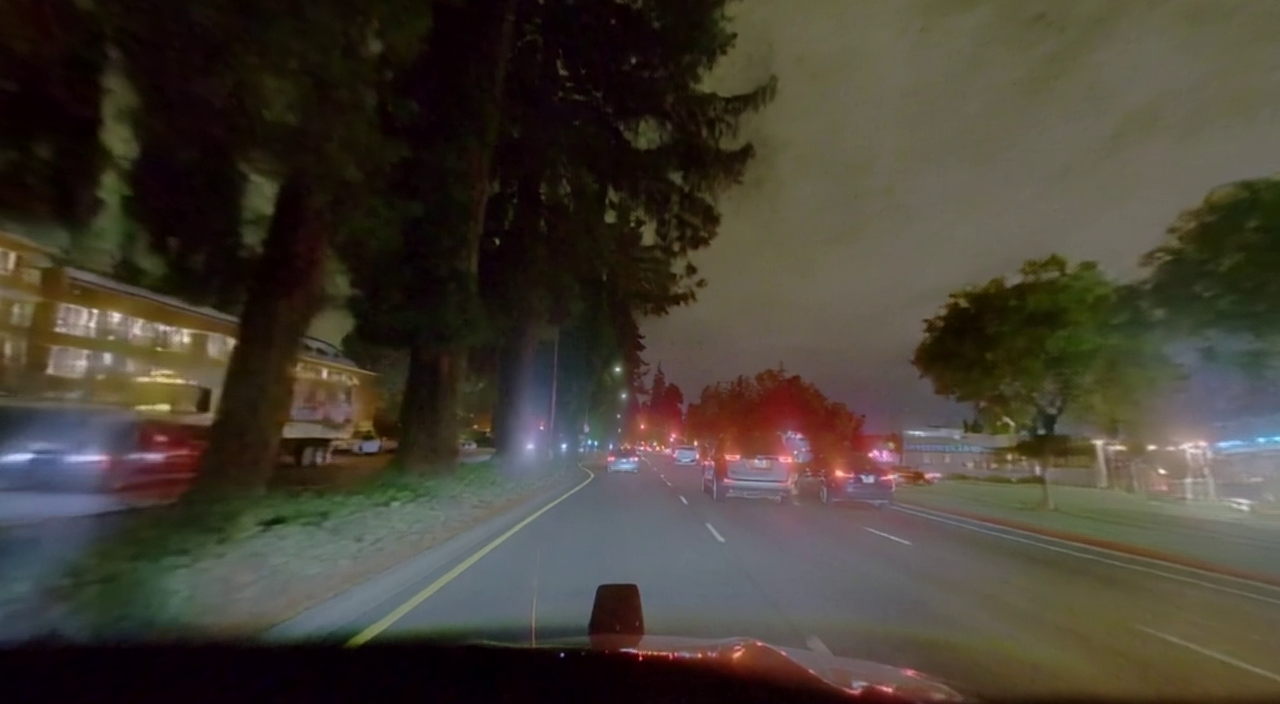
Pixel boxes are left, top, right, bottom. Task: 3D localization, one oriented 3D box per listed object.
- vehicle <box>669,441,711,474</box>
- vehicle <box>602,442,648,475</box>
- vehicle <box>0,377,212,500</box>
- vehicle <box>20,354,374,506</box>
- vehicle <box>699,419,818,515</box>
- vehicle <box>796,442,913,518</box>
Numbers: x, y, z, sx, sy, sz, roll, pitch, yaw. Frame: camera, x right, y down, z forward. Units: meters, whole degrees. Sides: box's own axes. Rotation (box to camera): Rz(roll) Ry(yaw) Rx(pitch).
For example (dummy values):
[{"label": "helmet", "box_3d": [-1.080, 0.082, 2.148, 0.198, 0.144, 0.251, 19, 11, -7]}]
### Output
[{"label": "vehicle", "box_3d": [2.781, 5.948, 35.852, 1.922, 1.708, 4.126, 0, -9, -2]}, {"label": "vehicle", "box_3d": [-0.693, 5.136, 30.648, 2.119, 1.460, 3.847, 0, -9, 0]}, {"label": "vehicle", "box_3d": [-8.962, 1.325, 9.491, 1.981, 1.514, 4.323, 0, -9, 0]}, {"label": "vehicle", "box_3d": [-11.557, 2.099, 18.539, 2.947, 3.206, 10.111, 0, -5, 1]}, {"label": "vehicle", "box_3d": [2.813, 2.823, 15.924, 2.035, 1.940, 4.299, 3, -9, -1]}, {"label": "vehicle", "box_3d": [6.277, 3.738, 19.031, 1.913, 1.777, 4.269, 7, -9, 0]}]
